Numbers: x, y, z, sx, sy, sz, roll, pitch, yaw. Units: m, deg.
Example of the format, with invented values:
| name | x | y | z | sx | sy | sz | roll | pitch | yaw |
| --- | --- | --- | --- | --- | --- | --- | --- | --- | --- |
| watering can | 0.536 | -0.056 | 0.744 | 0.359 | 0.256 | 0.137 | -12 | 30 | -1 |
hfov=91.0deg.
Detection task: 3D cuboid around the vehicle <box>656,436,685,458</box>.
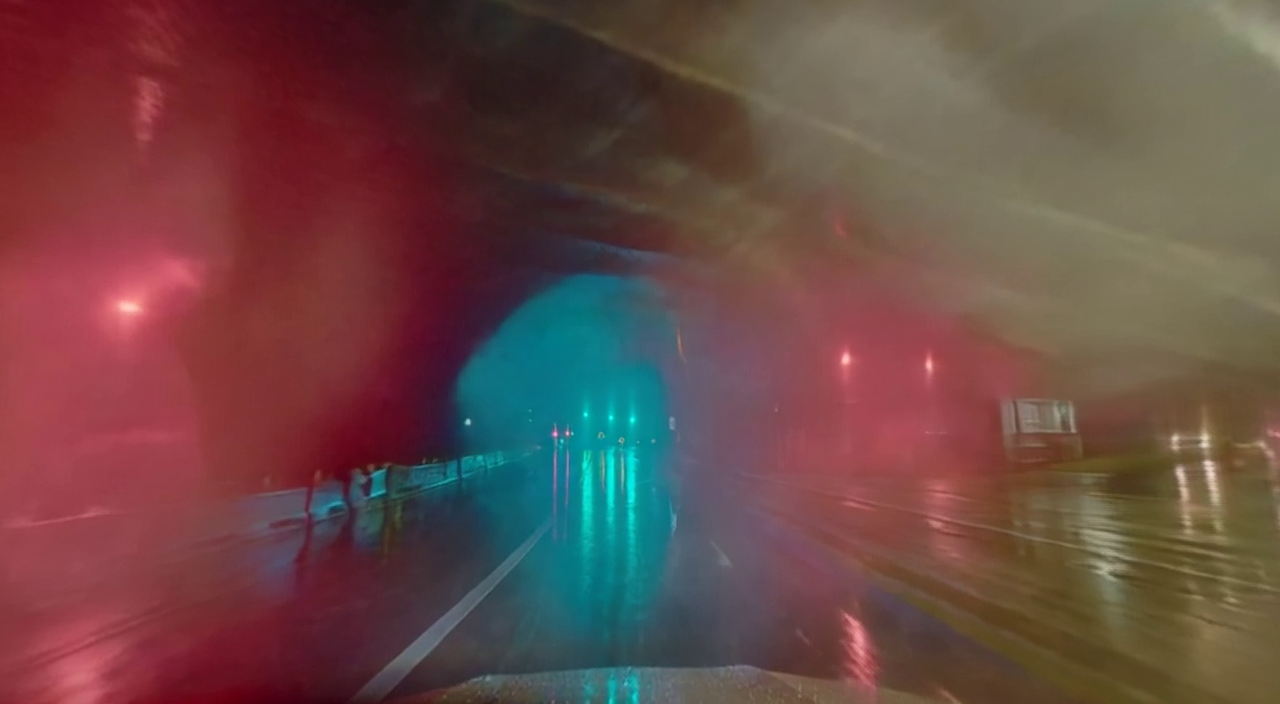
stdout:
| name | x | y | z | sx | sy | sz | roll | pitch | yaw |
| --- | --- | --- | --- | --- | --- | --- | --- | --- | --- |
| vehicle | 2.180 | 6.636 | 44.102 | 1.947 | 1.475 | 3.962 | -1 | -8 | 4 |
